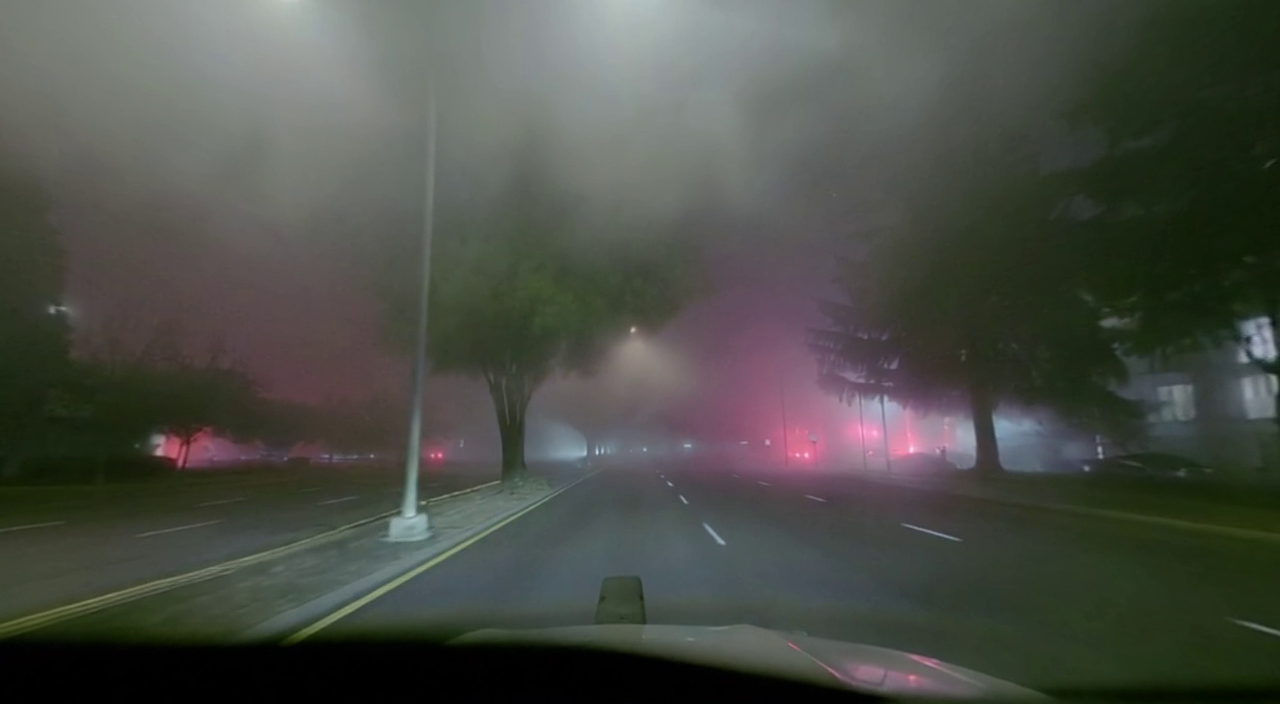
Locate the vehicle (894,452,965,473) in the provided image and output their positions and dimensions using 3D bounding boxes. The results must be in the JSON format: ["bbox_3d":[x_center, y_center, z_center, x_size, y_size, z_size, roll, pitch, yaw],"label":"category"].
[{"bbox_3d":[20.150,7.680,44.038,3.975,1.387,1.914,0,-9,-2],"label":"vehicle"}]

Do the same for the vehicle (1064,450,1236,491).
[{"bbox_3d":[20.159,4.674,25.170,4.983,1.542,2.099,0,-9,1],"label":"vehicle"}]
